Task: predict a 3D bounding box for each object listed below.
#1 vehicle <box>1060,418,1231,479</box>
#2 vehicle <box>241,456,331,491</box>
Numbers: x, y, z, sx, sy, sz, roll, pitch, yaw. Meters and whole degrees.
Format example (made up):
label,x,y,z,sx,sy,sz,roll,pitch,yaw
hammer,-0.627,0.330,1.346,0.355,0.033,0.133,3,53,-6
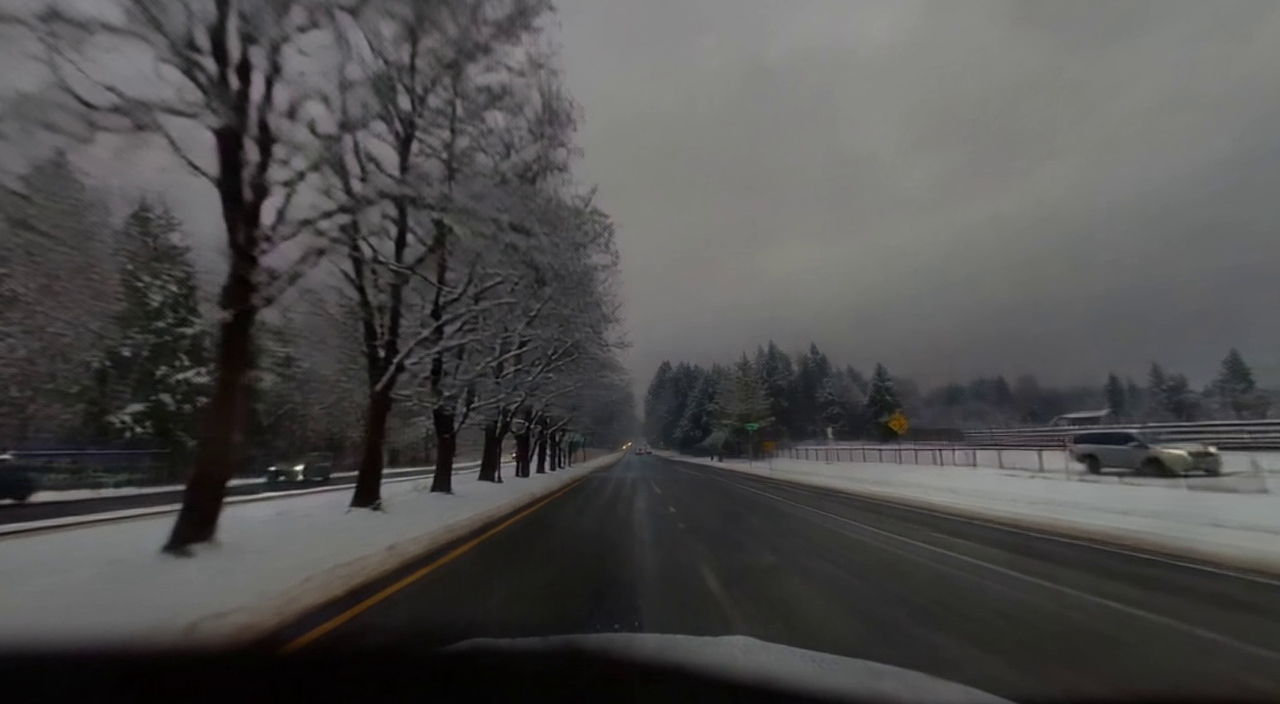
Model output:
label,x,y,z,sx,sy,sz,roll,pitch,yaw
vehicle,16.562,3.127,21.010,1.855,1.670,4.616,-4,-6,1
vehicle,-17.121,5.878,30.746,1.845,1.478,4.574,0,-8,-2
